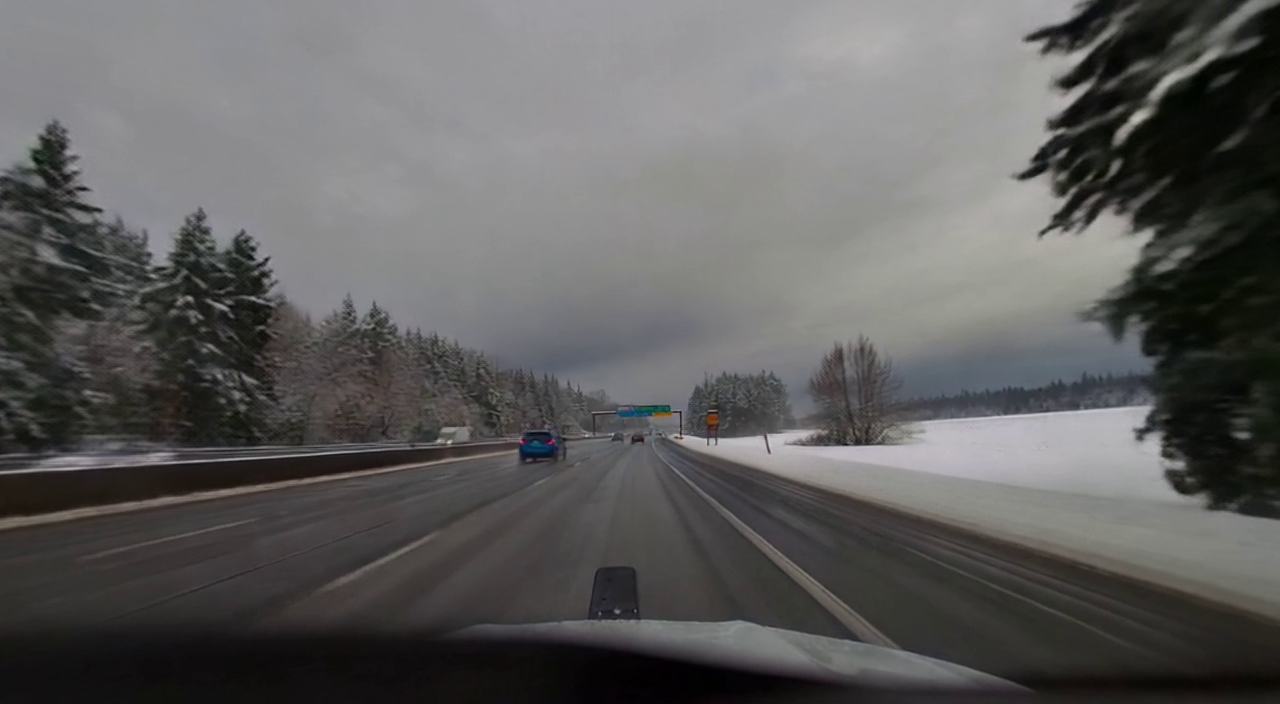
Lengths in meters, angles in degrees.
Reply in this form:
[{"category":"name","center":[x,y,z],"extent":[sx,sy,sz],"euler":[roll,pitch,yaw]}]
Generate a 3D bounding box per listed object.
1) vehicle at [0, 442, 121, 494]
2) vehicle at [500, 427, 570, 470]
[{"category":"vehicle","center":[-19.706,3.695,20.476],"extent":[1.803,1.464,4.532],"euler":[0,-8,0]},{"category":"vehicle","center":[-4.216,3.947,26.041],"extent":[2.052,1.626,4.514],"euler":[0,-8,1]}]
